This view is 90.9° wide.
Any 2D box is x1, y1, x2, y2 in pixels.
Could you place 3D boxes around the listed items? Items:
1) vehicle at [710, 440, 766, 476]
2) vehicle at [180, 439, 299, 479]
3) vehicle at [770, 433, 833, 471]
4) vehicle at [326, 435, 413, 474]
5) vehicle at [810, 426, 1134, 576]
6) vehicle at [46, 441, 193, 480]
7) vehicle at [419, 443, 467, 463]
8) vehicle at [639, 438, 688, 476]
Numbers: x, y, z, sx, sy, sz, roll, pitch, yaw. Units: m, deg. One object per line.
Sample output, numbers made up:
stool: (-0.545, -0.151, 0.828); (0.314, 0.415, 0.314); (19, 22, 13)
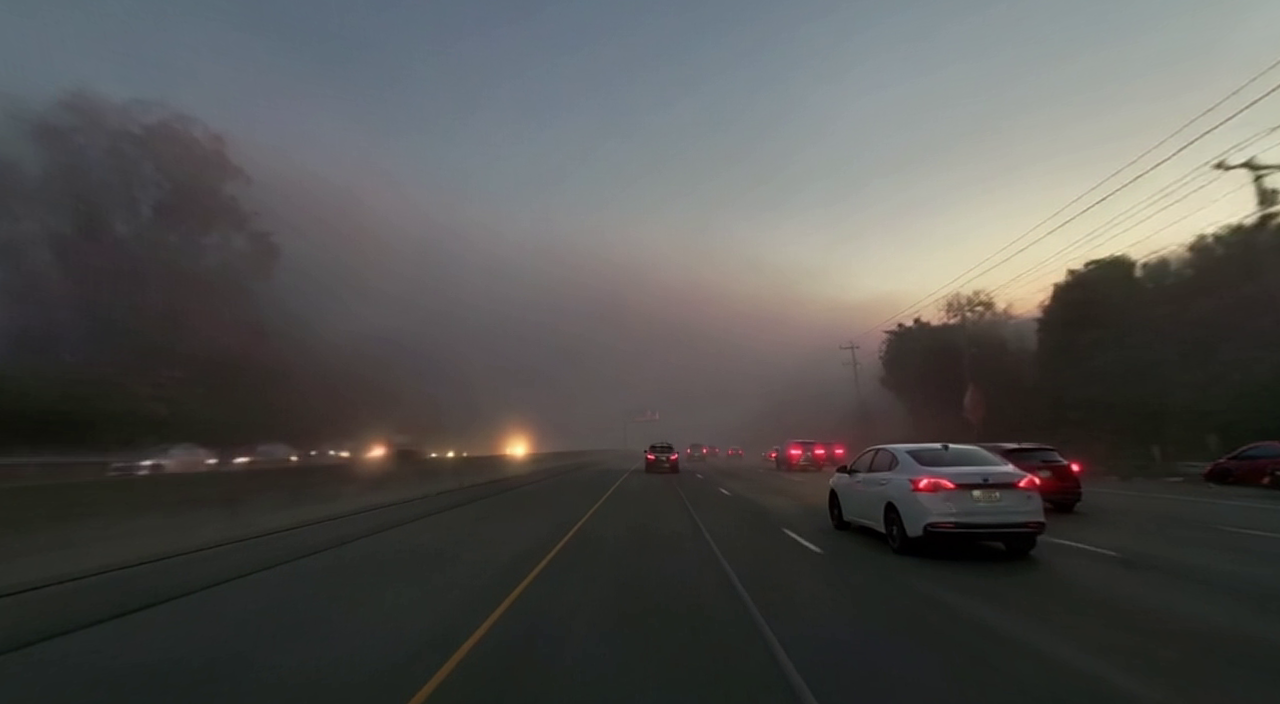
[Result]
vehicle: (4.350, 4.760, 28.571); (1.936, 1.465, 4.060); (0, -8, 0)
vehicle: (-16.931, 4.530, 26.995); (1.870, 1.544, 4.636); (0, -8, 2)
vehicle: (8.207, 5.148, 32.549); (2.041, 1.821, 4.562); (0, -8, 0)
vehicle: (-12.902, 4.921, 30.412); (1.958, 1.720, 4.610); (0, -8, 2)
vehicle: (3.921, 1.817, 8.572); (1.986, 1.478, 4.429); (0, -8, 0)
vehicle: (-21.241, 4.432, 26.069); (1.923, 1.464, 4.740); (0, -8, 2)
vehicle: (-15.523, 7.977, 49.986); (2.041, 1.480, 4.759); (-1, -8, 3)
vehicle: (1.015, 4.687, 28.324); (2.042, 1.581, 3.769); (0, -8, 1)
